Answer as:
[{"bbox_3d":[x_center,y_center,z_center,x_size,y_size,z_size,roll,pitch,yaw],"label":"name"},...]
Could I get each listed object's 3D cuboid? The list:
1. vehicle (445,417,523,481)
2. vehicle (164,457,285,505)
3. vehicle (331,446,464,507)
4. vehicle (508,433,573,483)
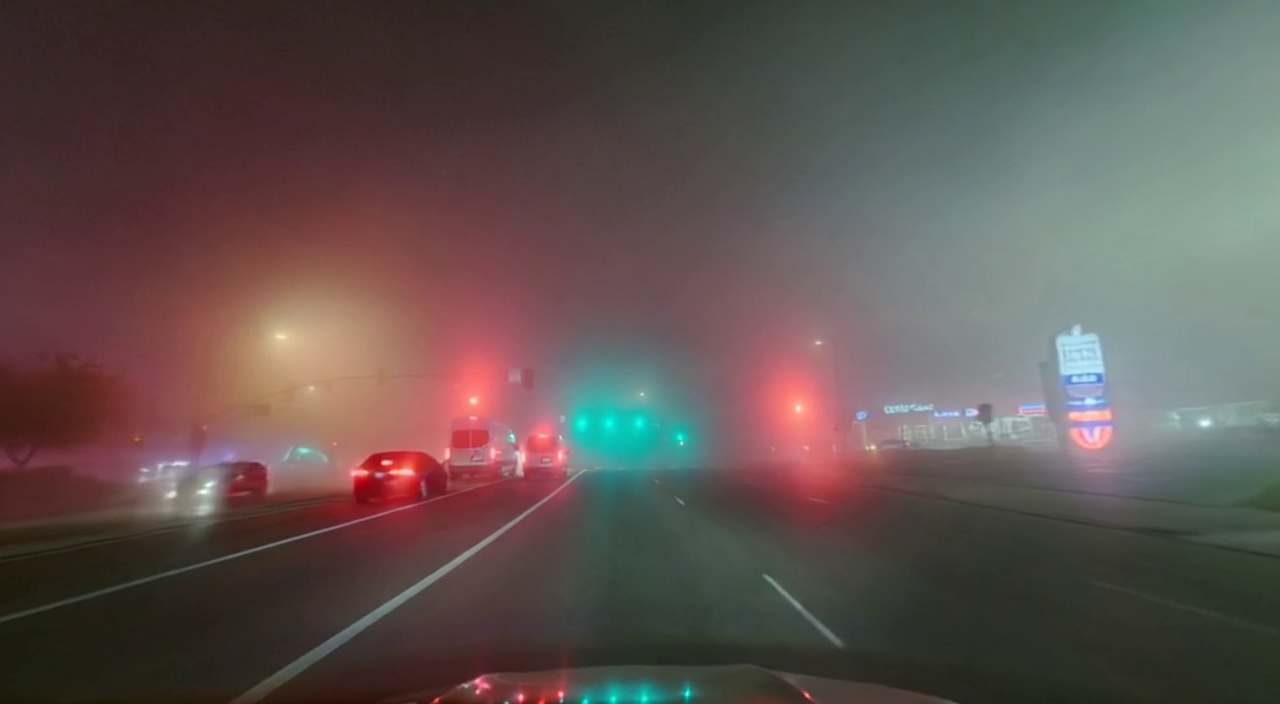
[{"bbox_3d":[-7.185,4.577,29.788,2.405,2.696,5.561,0,-9,-2],"label":"vehicle"},{"bbox_3d":[-16.238,5.014,24.999,2.045,1.621,4.220,0,-9,-3],"label":"vehicle"},{"bbox_3d":[-6.696,3.448,18.107,1.993,1.490,4.768,0,-9,-1],"label":"vehicle"},{"bbox_3d":[-4.399,4.778,28.784,2.206,2.007,5.190,0,-9,-1],"label":"vehicle"}]
